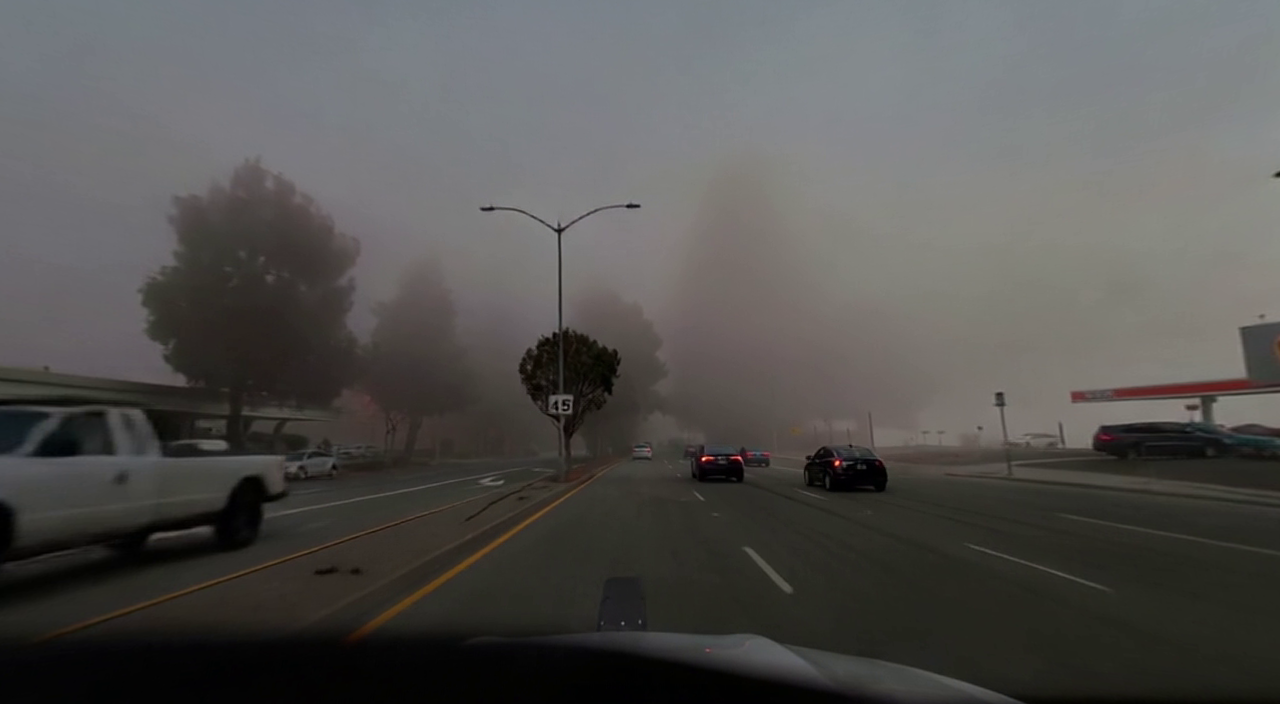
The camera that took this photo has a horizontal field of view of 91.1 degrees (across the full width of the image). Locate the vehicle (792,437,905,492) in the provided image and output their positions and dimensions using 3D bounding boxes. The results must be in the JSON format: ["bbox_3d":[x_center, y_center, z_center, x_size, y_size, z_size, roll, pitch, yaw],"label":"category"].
[{"bbox_3d":[6.297,3.421,19.584,1.918,1.484,4.456,0,-8,-1],"label":"vehicle"}]

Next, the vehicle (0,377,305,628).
[{"bbox_3d":[-5.553,1.258,5.723,2.016,1.770,5.300,0,-8,1],"label":"vehicle"}]

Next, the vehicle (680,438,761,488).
[{"bbox_3d":[2.535,3.627,20.940,1.971,1.479,4.493,0,-8,-2],"label":"vehicle"}]

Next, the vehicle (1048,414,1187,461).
[{"bbox_3d":[23.808,4.344,31.735,2.152,2.069,6.067,-2,-8,-1],"label":"vehicle"}]

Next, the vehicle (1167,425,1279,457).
[{"bbox_3d":[29.264,4.481,31.617,1.933,1.463,4.033,0,-8,1],"label":"vehicle"}]
